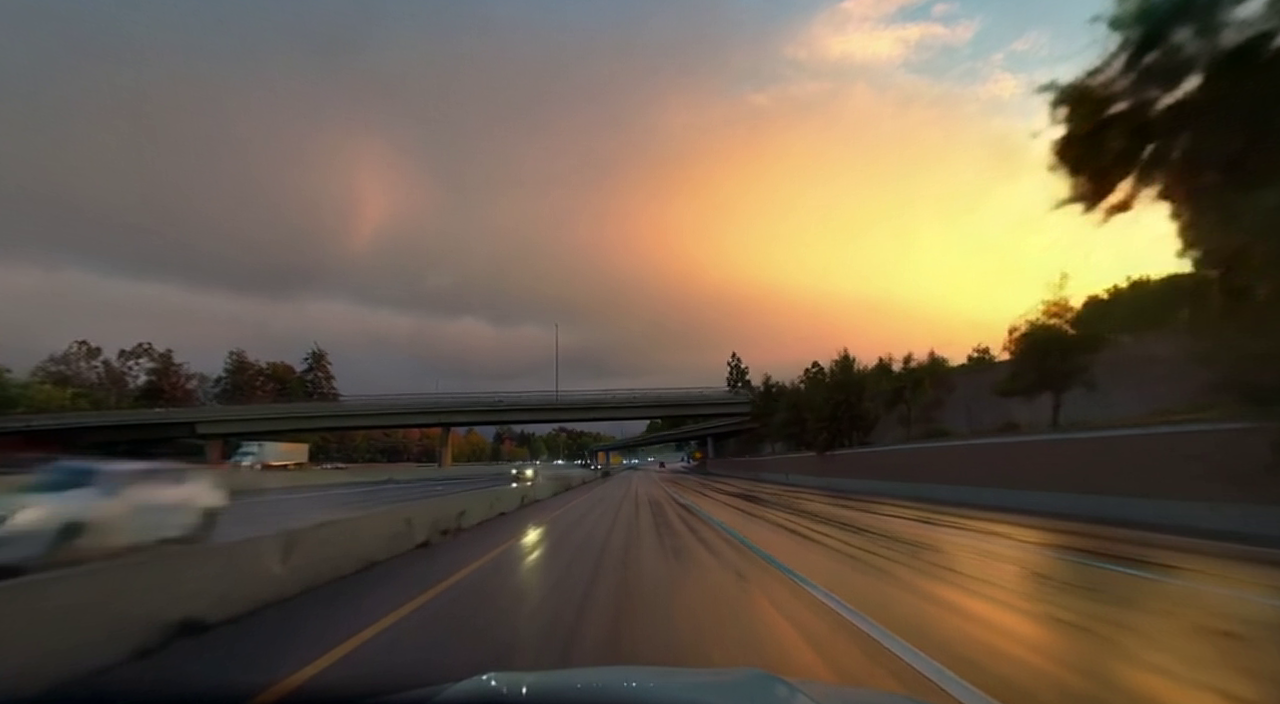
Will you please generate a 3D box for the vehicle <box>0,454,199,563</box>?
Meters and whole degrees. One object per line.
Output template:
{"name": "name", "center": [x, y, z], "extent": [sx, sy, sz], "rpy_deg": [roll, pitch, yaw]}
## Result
{"name": "vehicle", "center": [-9.265, 2.360, 10.007], "extent": [1.772, 1.400, 3.693], "rpy_deg": [1, -10, 0]}
